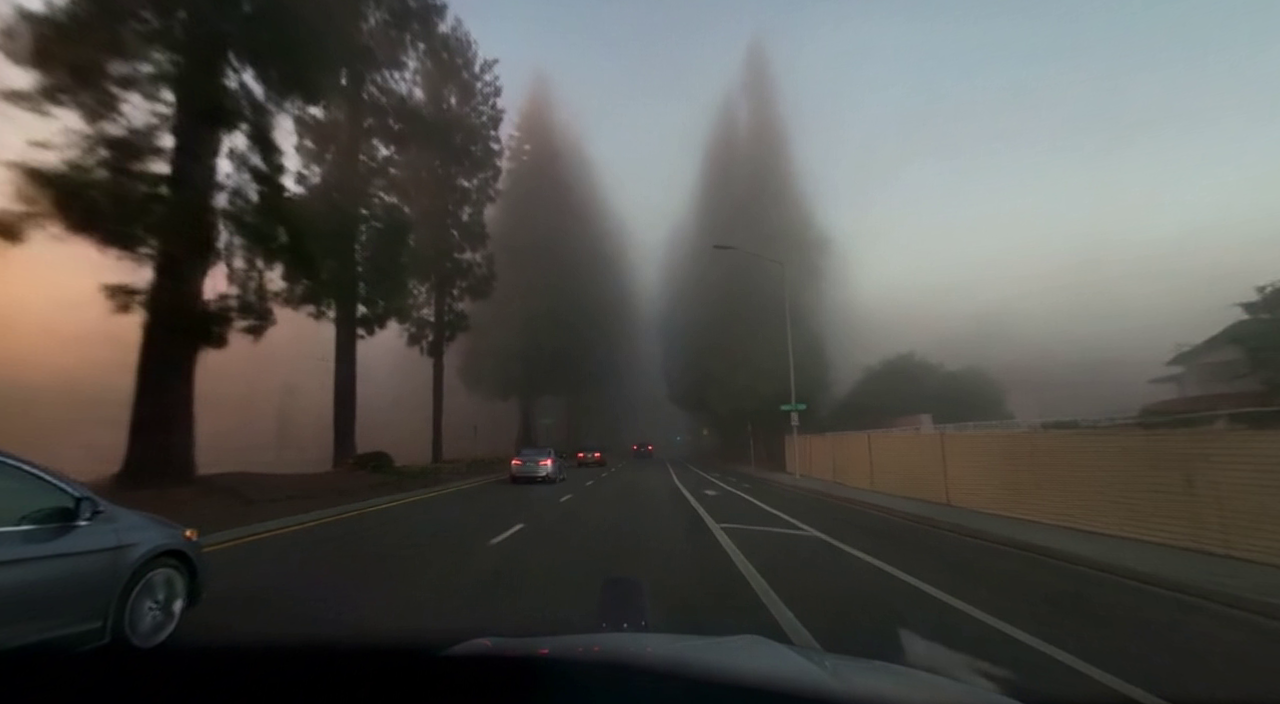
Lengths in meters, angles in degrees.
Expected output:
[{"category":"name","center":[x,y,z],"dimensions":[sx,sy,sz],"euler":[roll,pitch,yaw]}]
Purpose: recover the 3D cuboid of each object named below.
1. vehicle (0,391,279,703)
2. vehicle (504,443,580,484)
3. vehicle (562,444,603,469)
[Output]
[{"category":"vehicle","center":[-4.014,0.903,2.503],"dimensions":[2.190,1.545,4.943],"euler":[0,-8,1]},{"category":"vehicle","center":[-3.785,4.406,25.295],"dimensions":[2.188,1.473,4.651],"euler":[0,-8,2]},{"category":"vehicle","center":[-3.593,6.669,40.474],"dimensions":[2.110,1.529,4.743],"euler":[0,-8,1]}]
